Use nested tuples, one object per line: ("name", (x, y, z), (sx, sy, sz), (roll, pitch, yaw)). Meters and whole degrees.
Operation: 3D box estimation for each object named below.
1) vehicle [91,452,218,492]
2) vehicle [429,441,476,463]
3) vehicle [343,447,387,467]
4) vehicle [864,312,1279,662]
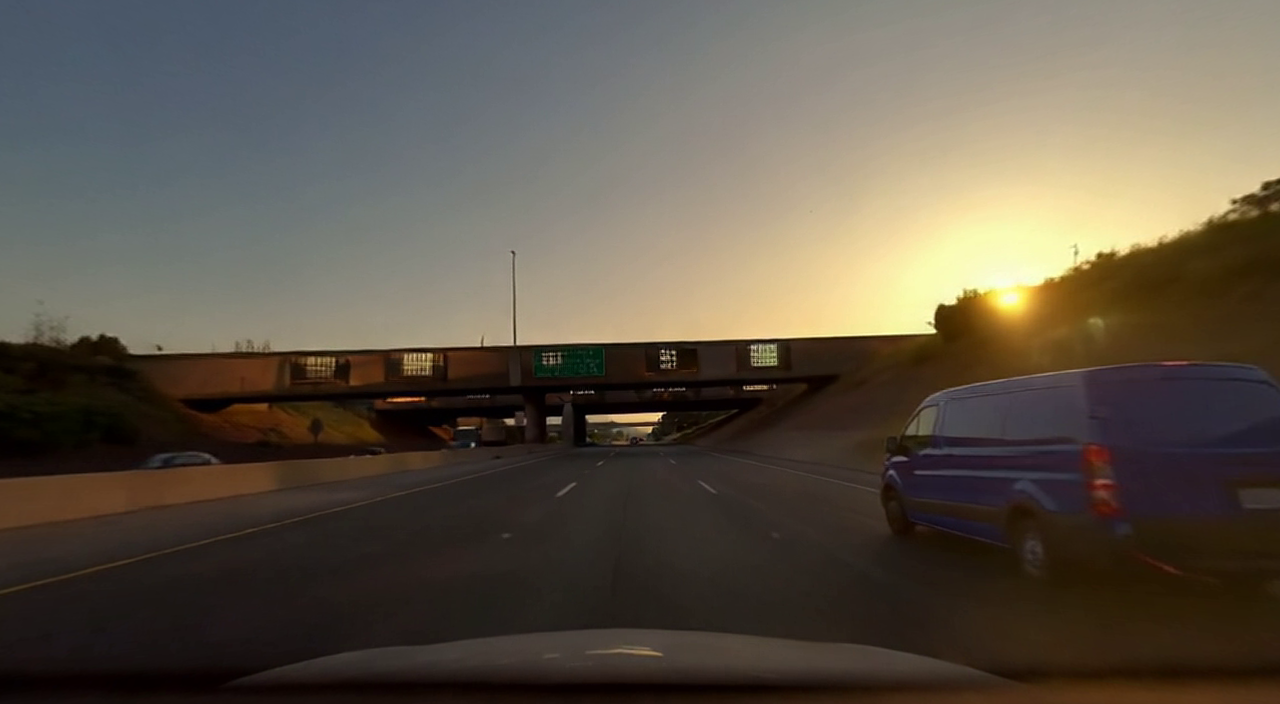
("vehicle", (-21.040, 5.177, 27.587), (1.915, 1.496, 4.639), (0, -8, -1))
("vehicle", (-13.439, 7.187, 45.411), (1.923, 1.526, 4.507), (-1, -8, 1))
("vehicle", (-21.422, 8.144, 49.088), (1.710, 1.440, 3.716), (-1, -8, 1))
("vehicle", (4.127, 1.074, 5.999), (2.161, 2.002, 4.631), (0, -8, -1))
